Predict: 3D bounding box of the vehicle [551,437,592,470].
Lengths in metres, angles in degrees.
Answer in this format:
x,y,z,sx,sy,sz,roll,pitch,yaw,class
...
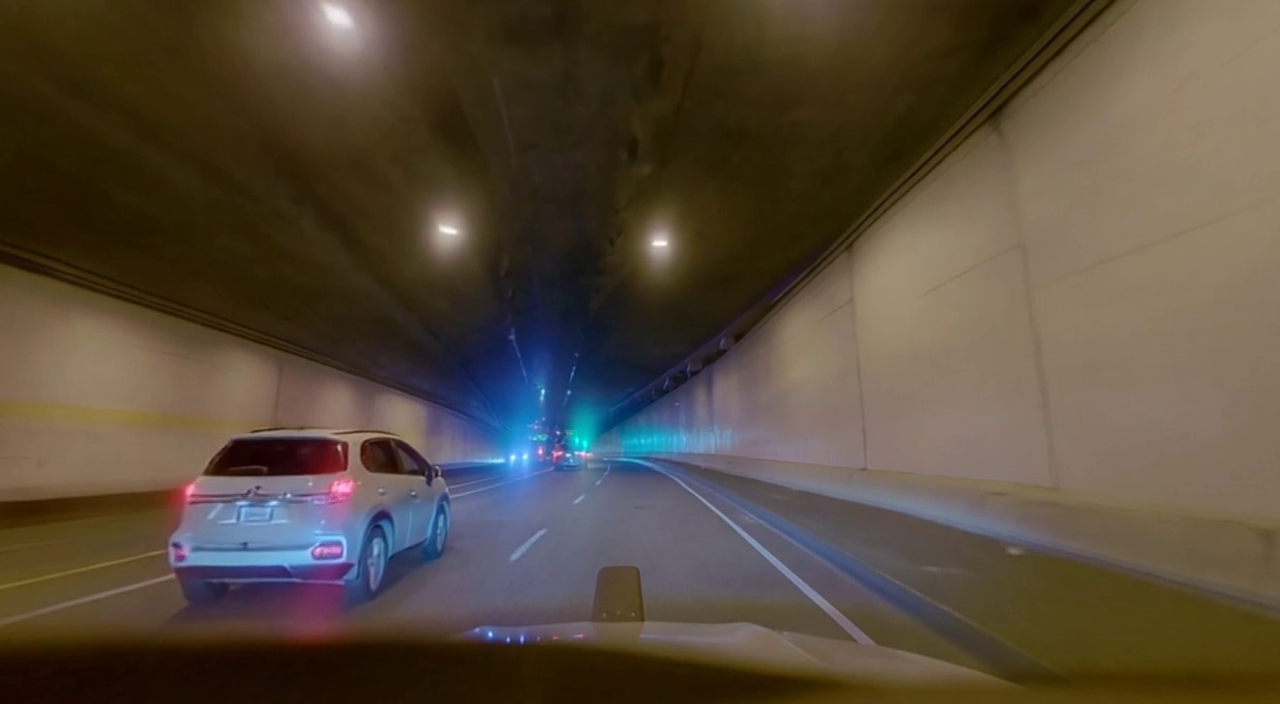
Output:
x,y,z,sx,sy,sz,roll,pitch,yaw,class
-3.810,5.669,35.588,1.961,1.725,4.315,0,-8,-2,vehicle
